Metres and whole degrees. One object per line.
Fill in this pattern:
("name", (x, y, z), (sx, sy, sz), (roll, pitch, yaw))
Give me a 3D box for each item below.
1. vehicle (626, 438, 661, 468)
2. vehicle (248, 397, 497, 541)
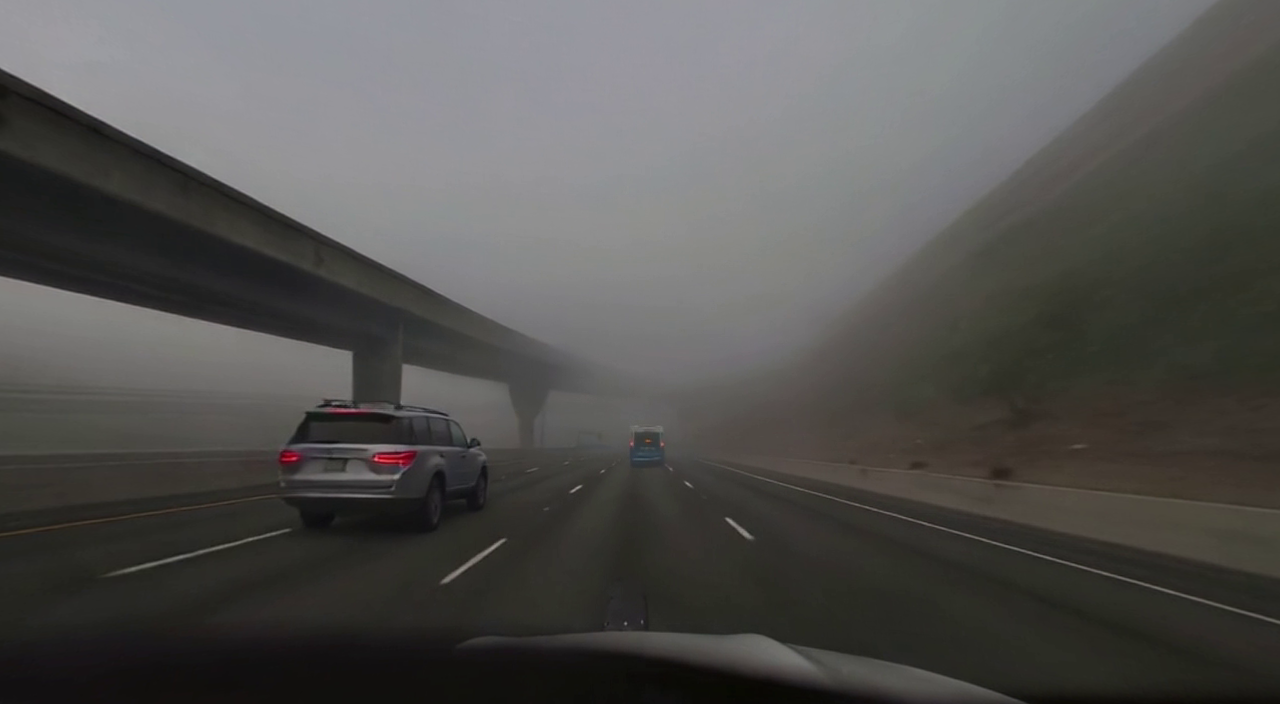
("vehicle", (0.210, 6.291, 39.362), (2.052, 1.711, 4.223), (0, -8, 0))
("vehicle", (-4.163, 1.928, 10.968), (2.147, 1.918, 4.834), (0, -8, 0))
